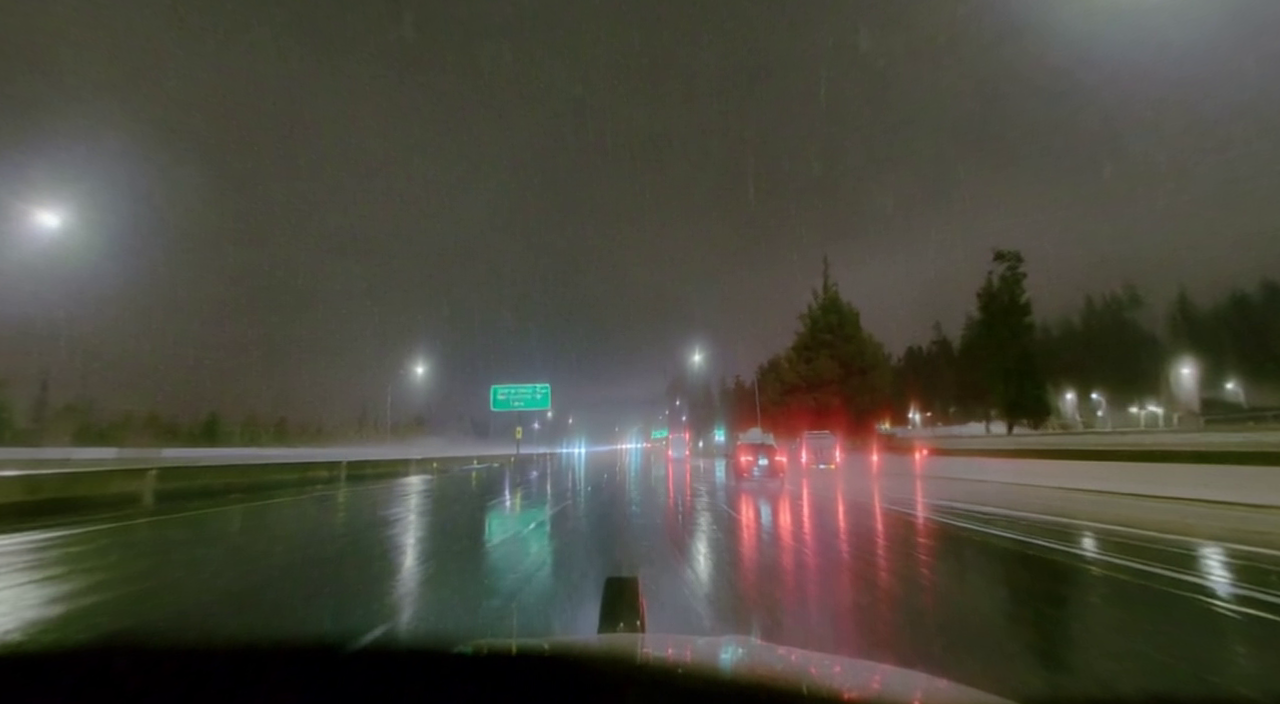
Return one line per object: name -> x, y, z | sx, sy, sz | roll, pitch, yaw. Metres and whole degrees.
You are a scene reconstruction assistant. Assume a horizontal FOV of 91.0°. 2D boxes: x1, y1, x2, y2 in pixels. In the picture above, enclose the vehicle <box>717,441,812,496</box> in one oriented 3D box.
vehicle -> 3.696, 3.551, 19.551 | 2.033, 1.501, 4.398 | 0, -9, 0
